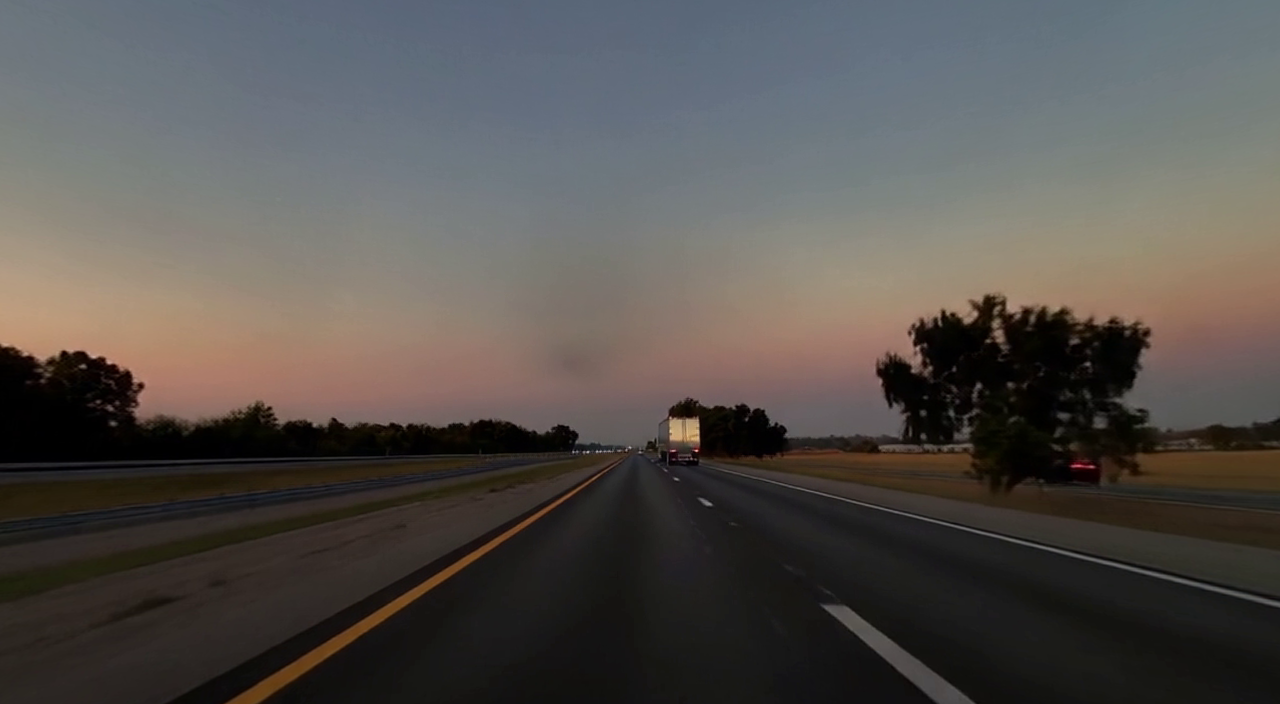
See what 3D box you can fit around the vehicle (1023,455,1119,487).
[{"bbox_3d":[21.909,6.050,32.232,1.836,1.499,3.936,1,-9,-7],"label":"vehicle"}]
